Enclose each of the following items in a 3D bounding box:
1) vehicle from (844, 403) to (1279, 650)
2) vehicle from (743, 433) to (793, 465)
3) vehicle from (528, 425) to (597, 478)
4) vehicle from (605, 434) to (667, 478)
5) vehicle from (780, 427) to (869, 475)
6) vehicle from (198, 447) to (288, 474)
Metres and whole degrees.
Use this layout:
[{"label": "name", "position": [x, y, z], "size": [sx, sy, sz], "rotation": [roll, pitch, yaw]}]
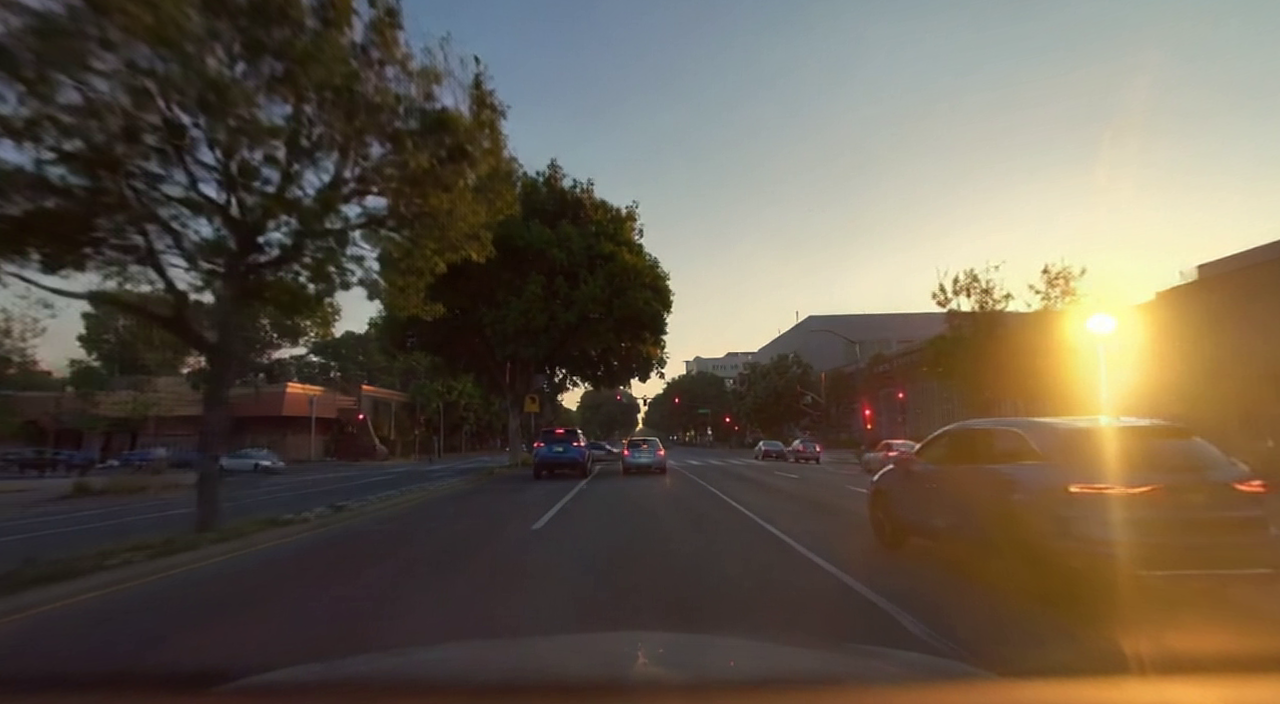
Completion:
[{"label": "vehicle", "position": [3.679, 1.378, 6.085], "size": [1.861, 1.473, 4.393], "rotation": [0, -8, -1]}, {"label": "vehicle", "position": [7.078, 5.420, 35.365], "size": [1.894, 1.693, 4.110], "rotation": [0, -8, -1]}, {"label": "vehicle", "position": [-2.875, 3.856, 24.621], "size": [2.064, 1.825, 4.760], "rotation": [0, -8, 0]}, {"label": "vehicle", "position": [-0.151, 3.804, 23.333], "size": [2.097, 1.480, 4.006], "rotation": [0, -8, 0]}, {"label": "vehicle", "position": [7.268, 3.976, 25.477], "size": [2.068, 1.731, 4.752], "rotation": [0, -8, -1]}, {"label": "vehicle", "position": [-24.845, 6.762, 39.714], "size": [4.561, 1.588, 1.832], "rotation": [5, -10, -29]}]
